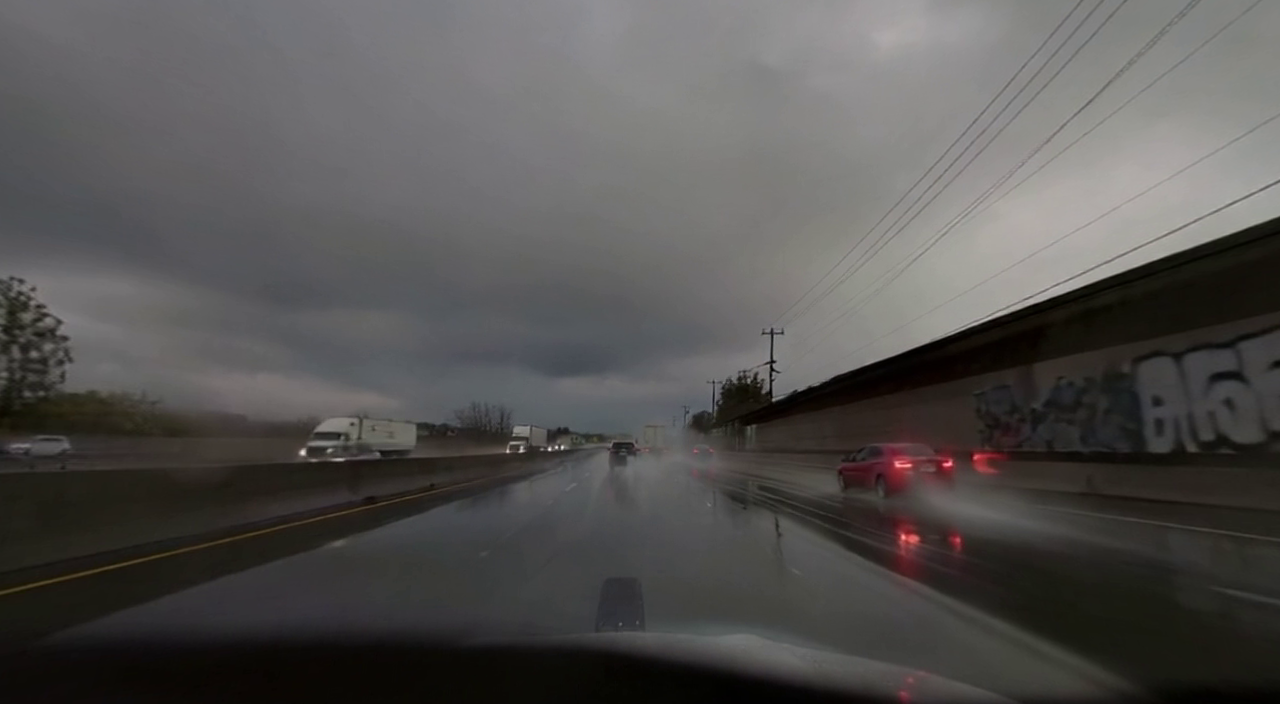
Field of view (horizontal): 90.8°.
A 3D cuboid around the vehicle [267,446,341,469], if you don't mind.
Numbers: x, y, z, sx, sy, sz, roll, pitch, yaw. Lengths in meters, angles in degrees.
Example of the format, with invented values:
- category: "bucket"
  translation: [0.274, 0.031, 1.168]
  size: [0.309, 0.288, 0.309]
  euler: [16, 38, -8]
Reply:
- category: "vehicle"
  translation: [-17.541, 5.511, 33.202]
  size: [1.781, 1.142, 3.830]
  euler: [0, -9, 0]

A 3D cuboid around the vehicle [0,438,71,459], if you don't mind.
- category: "vehicle"
  translation: [-31.090, 4.705, 30.871]
  size: [4.563, 0.956, 2.176]
  euler: [5, -9, -34]

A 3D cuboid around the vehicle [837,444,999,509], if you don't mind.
- category: "vehicle"
  translation: [7.089, 3.211, 16.815]
  size: [2.018, 1.451, 4.762]
  euler: [0, -9, -2]

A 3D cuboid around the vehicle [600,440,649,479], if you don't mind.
- category: "vehicle"
  translation: [-0.679, 5.054, 29.883]
  size: [2.191, 1.685, 3.353]
  euler: [0, -9, 0]
